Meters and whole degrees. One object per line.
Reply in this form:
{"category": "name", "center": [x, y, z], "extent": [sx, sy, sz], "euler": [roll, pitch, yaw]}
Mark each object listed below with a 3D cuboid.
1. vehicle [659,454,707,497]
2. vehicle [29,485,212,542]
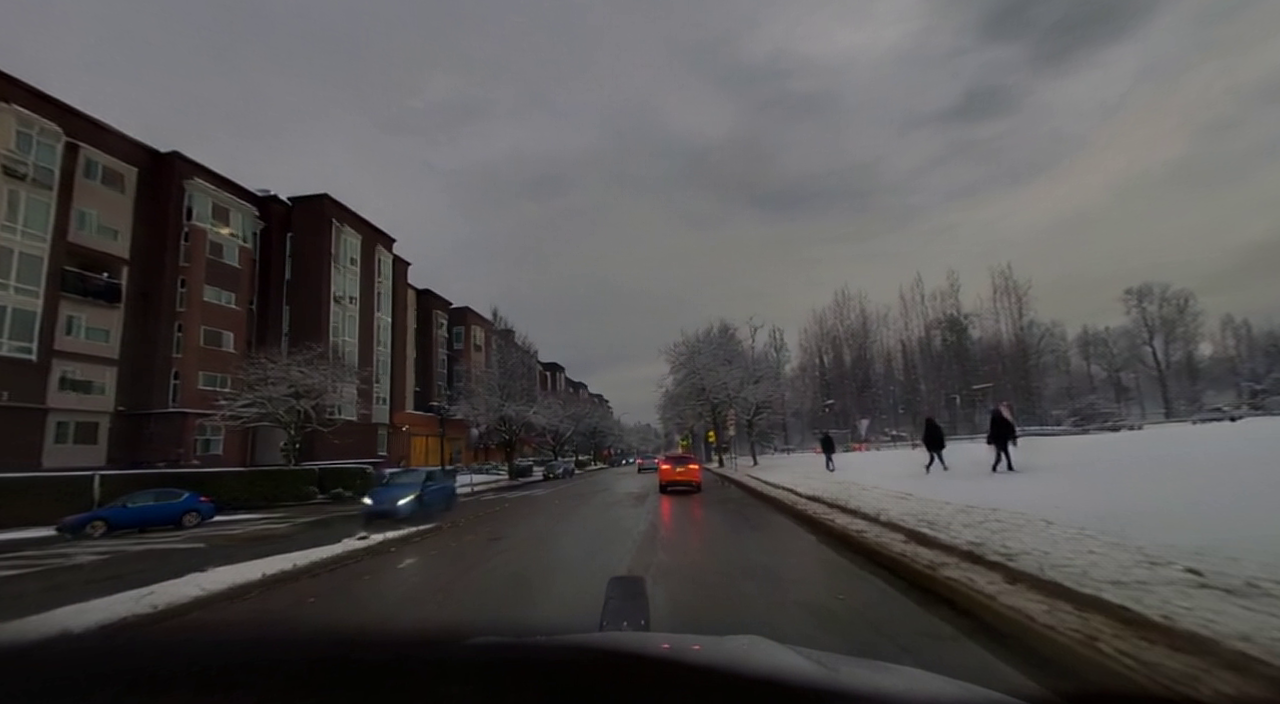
{"category": "vehicle", "center": [1.515, 4.386, 22.597], "extent": [1.559, 1.351, 2.452], "euler": [-3, -9, 3]}
{"category": "vehicle", "center": [-17.784, 5.445, 21.724], "extent": [4.607, 1.409, 2.116], "euler": [7, -12, -43]}
